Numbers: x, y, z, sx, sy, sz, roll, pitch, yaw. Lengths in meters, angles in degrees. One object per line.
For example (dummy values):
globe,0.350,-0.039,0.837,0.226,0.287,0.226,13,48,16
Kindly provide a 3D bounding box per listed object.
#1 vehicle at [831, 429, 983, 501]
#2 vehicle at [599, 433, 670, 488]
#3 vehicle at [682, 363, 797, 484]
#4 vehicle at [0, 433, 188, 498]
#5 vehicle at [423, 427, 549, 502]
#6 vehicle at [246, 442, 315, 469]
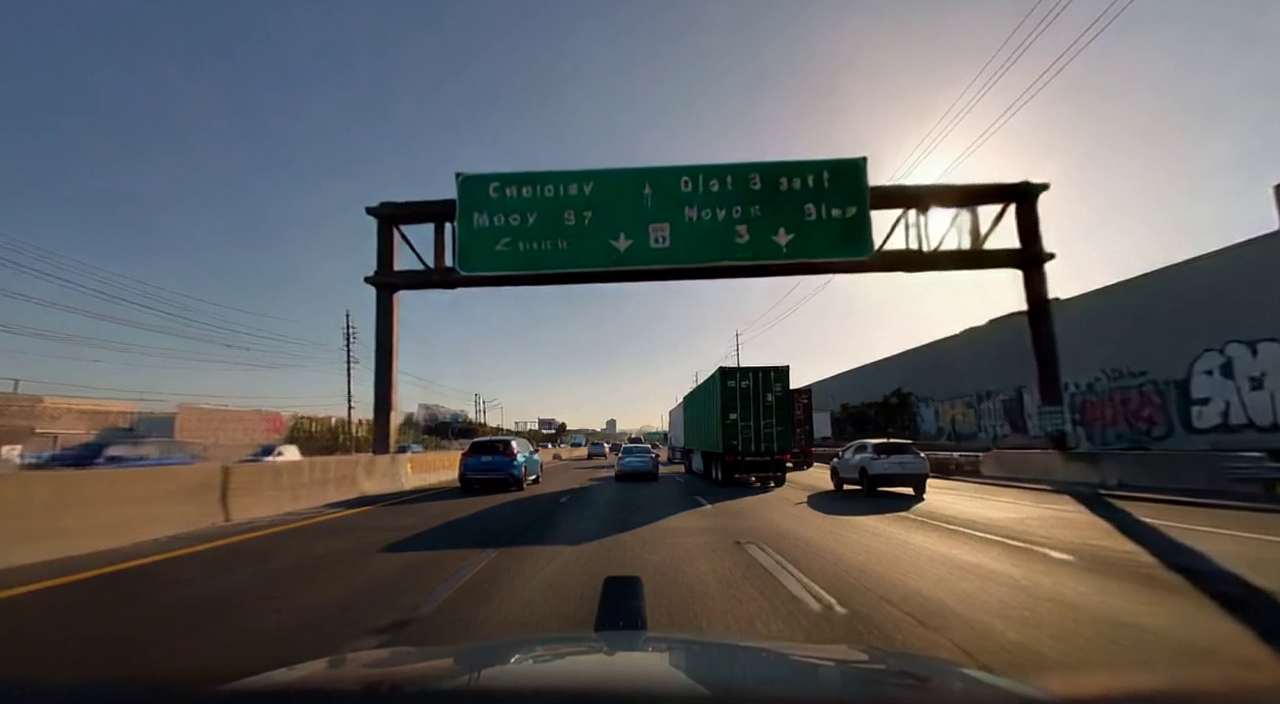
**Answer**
vehicle,7.203,3.097,17.706,2.202,1.731,4.628,0,-9,0
vehicle,-0.197,3.680,21.655,2.191,1.685,4.015,0,-9,-1
vehicle,3.728,3.367,27.687,2.800,4.039,13.179,0,-9,-1
vehicle,-15.583,3.213,18.234,1.896,1.627,4.434,0,-9,-2
vehicle,-4.085,3.090,17.700,2.264,1.804,4.584,0,-9,1
vehicle,-23.738,6.838,41.917,2.015,1.698,4.521,0,-9,-3
